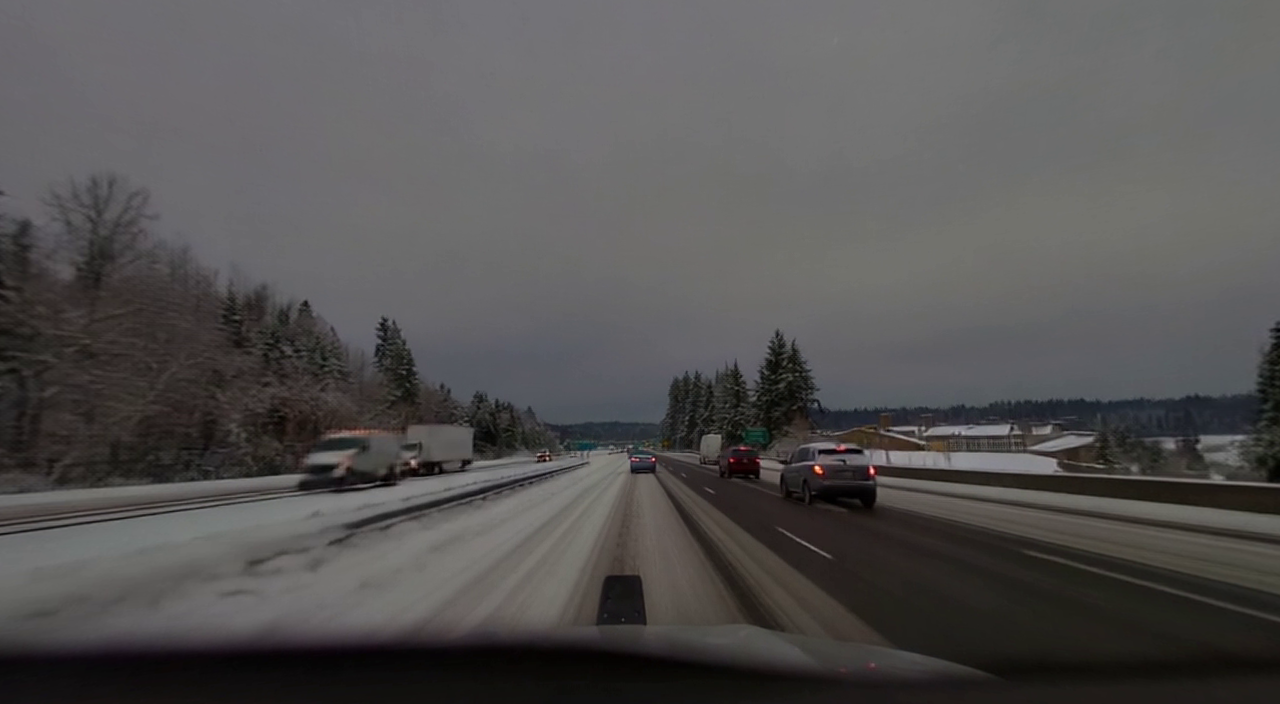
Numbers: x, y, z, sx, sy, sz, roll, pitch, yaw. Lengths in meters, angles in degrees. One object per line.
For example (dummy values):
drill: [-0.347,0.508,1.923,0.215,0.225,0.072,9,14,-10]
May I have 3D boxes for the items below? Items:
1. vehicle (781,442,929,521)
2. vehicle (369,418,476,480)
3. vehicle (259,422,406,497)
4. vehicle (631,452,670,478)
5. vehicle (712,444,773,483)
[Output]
vehicle: [4.615,2.819,14.187,1.952,1.495,3.740,0,-9,-1]
vehicle: [-16.471,7.695,49.648,2.898,4.087,15.230,0,-9,1]
vehicle: [-13.255,4.736,28.041,2.620,2.854,7.426,0,-9,1]
vehicle: [0.516,6.161,34.528,2.012,1.320,3.777,0,-9,0]
vehicle: [4.617,5.081,28.958,1.969,1.639,4.472,0,-9,-1]
